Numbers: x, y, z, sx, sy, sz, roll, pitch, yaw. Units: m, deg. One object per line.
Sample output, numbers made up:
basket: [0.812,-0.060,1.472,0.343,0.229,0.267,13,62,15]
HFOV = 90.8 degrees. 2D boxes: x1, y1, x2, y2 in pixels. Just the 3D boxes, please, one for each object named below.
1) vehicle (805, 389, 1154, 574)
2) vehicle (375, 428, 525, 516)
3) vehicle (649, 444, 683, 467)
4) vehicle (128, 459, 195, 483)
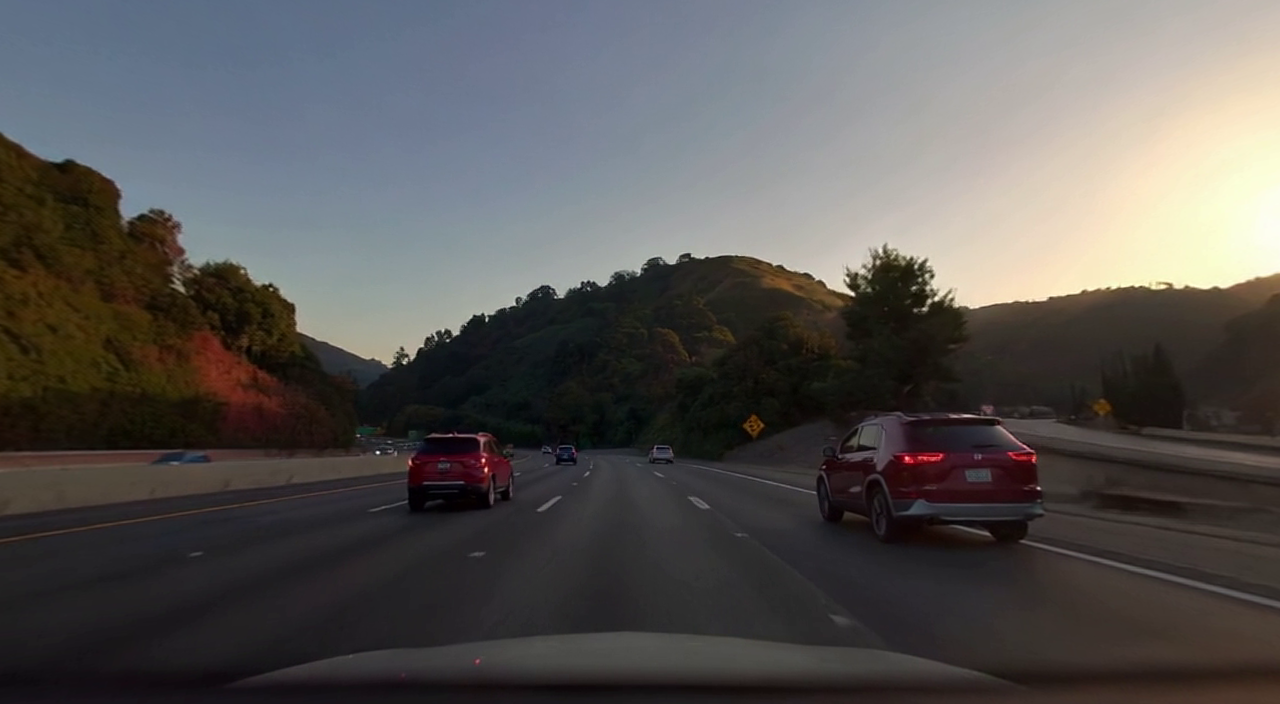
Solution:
vehicle: [4.186,1.711,9.061,2.103,1.903,4.837,0,-9,-3]
vehicle: [-4.270,2.788,15.153,2.213,1.766,4.598,0,-9,-1]
vehicle: [1.976,8.069,49.398,2.075,1.694,4.086,1,-9,-5]
vehicle: [-37.524,9.317,49.680,1.928,1.696,4.466,1,-9,-4]
